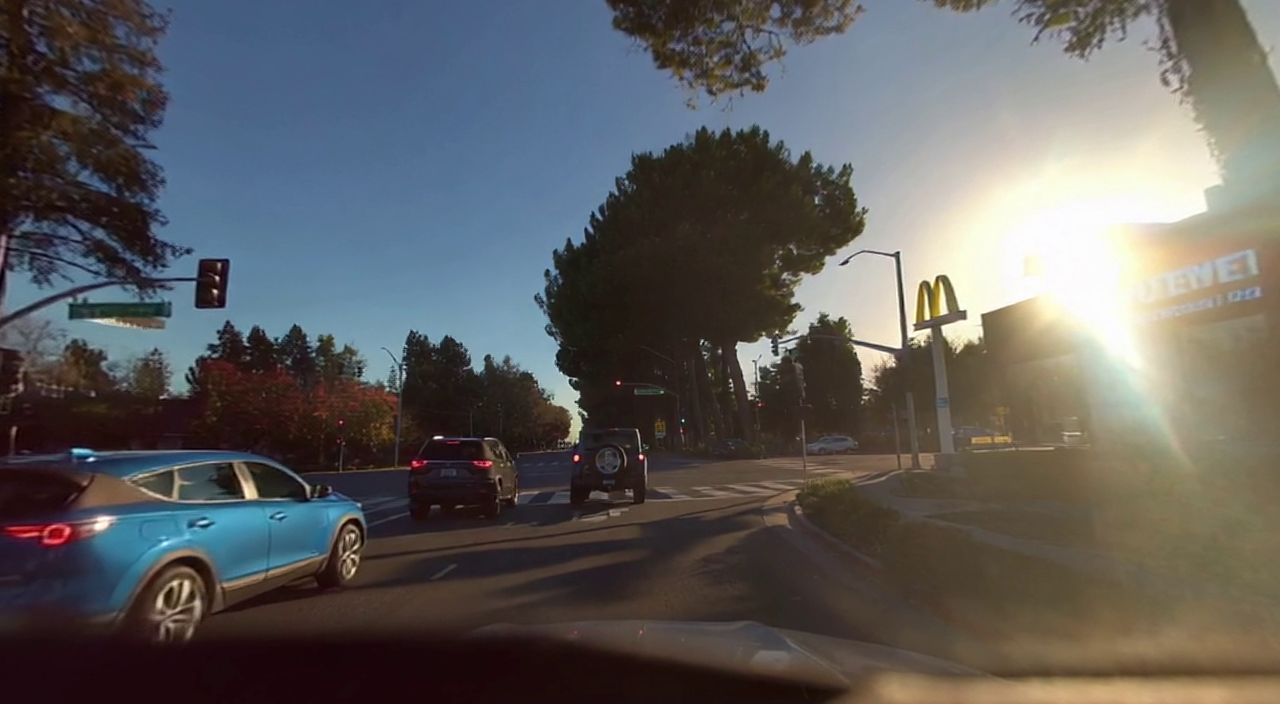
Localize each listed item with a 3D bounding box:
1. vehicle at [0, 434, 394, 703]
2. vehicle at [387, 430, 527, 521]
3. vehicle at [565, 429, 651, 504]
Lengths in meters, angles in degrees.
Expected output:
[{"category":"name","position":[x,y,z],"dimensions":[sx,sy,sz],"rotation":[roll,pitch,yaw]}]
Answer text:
[{"category":"vehicle","position":[-3.976,1.489,5.428],"dimensions":[1.941,1.479,4.541],"rotation":[0,-8,-1]},{"category":"vehicle","position":[-4.136,2.855,15.197],"dimensions":[2.130,1.819,4.497],"rotation":[0,-8,-2]},{"category":"vehicle","position":[-0.933,3.314,18.766],"dimensions":[2.224,1.923,4.643],"rotation":[1,-8,-3]}]
